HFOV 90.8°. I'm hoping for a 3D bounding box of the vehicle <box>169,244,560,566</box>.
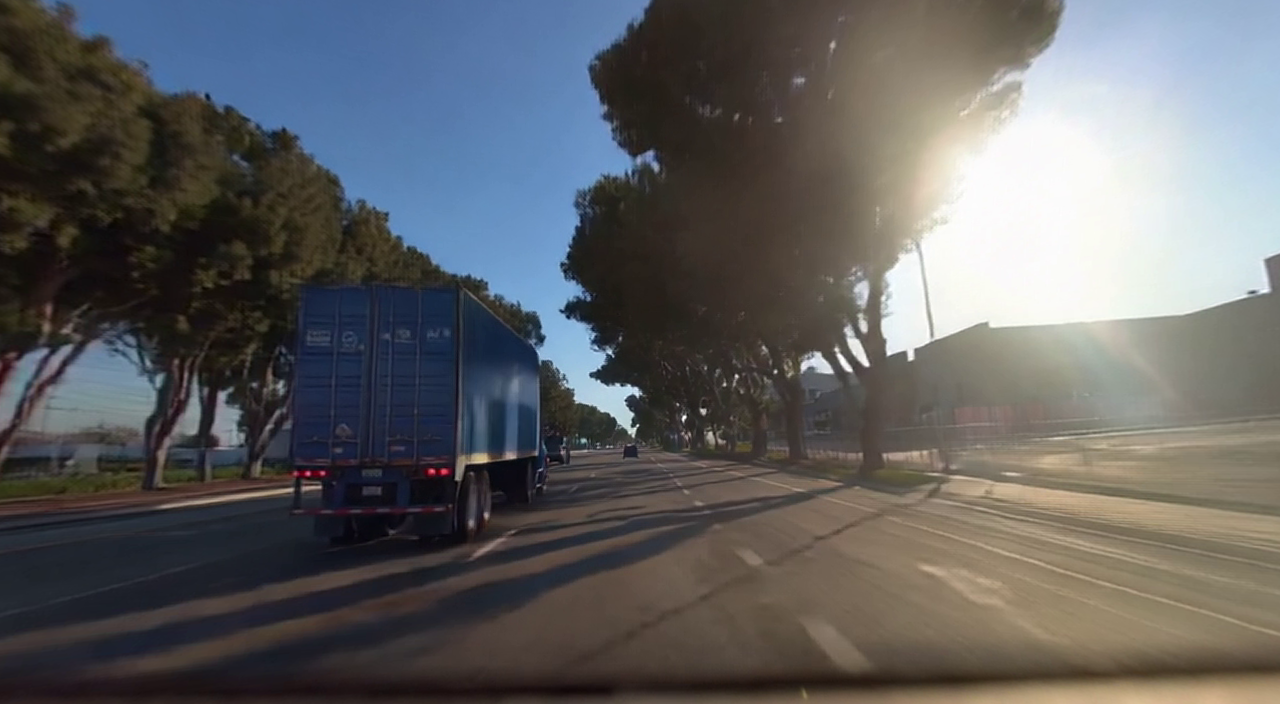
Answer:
[{"bbox_3d":[-3.386,1.106,10.861,2.910,3.419,8.376,0,-8,0],"label":"vehicle"}]
